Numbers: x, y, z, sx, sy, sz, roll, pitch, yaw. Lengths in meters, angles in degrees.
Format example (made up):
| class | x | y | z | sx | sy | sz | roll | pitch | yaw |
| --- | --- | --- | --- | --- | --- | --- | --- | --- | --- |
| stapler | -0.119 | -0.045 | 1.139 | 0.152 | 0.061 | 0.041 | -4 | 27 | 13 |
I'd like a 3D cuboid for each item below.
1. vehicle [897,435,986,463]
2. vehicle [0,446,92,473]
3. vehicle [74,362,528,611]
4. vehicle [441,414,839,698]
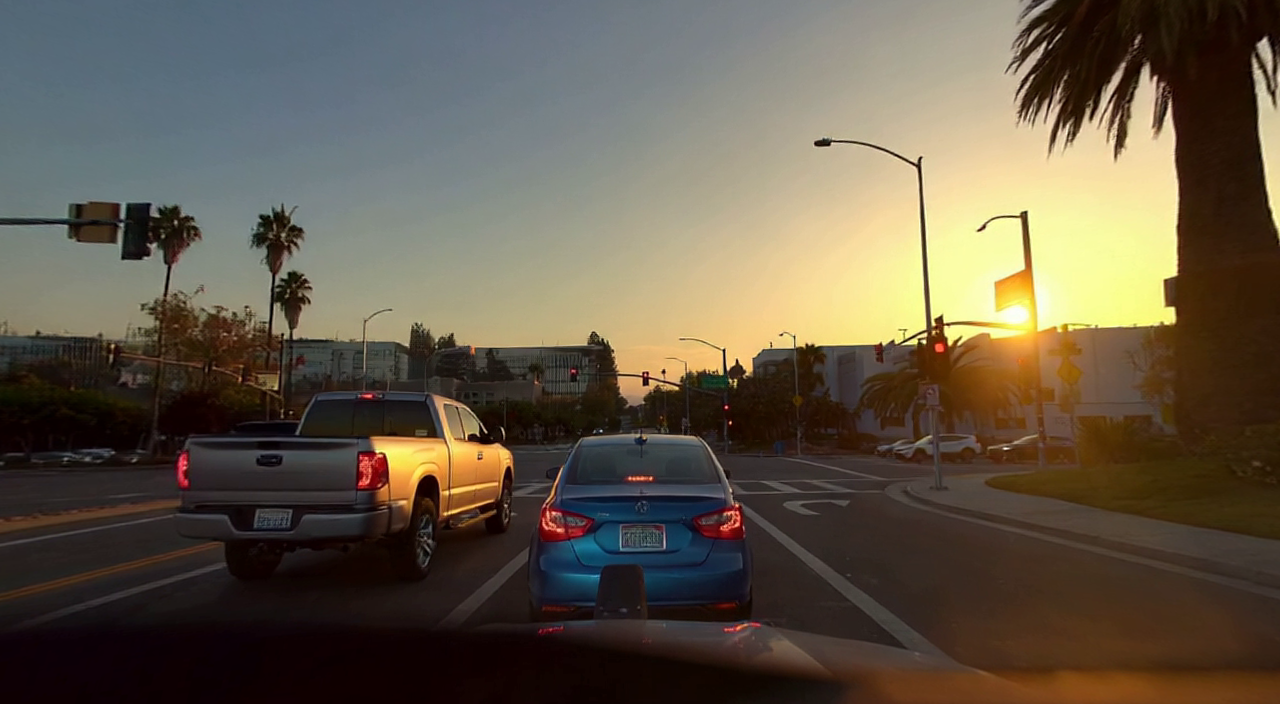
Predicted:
| class | x | y | z | sx | sy | sz | roll | pitch | yaw |
| --- | --- | --- | --- | --- | --- | --- | --- | --- | --- |
| vehicle | 18.804 | 6.078 | 39.292 | 4.466 | 1.717 | 1.963 | 0 | -8 | 2 |
| vehicle | -37.116 | 6.630 | 38.857 | 4.576 | 1.617 | 1.937 | 0 | -8 | 2 |
| vehicle | -3.233 | 1.480 | 7.907 | 2.330 | 1.969 | 5.626 | -1 | -8 | 3 |
| vehicle | 0.028 | 1.401 | 5.506 | 2.122 | 1.501 | 4.152 | 0 | -8 | 1 |
